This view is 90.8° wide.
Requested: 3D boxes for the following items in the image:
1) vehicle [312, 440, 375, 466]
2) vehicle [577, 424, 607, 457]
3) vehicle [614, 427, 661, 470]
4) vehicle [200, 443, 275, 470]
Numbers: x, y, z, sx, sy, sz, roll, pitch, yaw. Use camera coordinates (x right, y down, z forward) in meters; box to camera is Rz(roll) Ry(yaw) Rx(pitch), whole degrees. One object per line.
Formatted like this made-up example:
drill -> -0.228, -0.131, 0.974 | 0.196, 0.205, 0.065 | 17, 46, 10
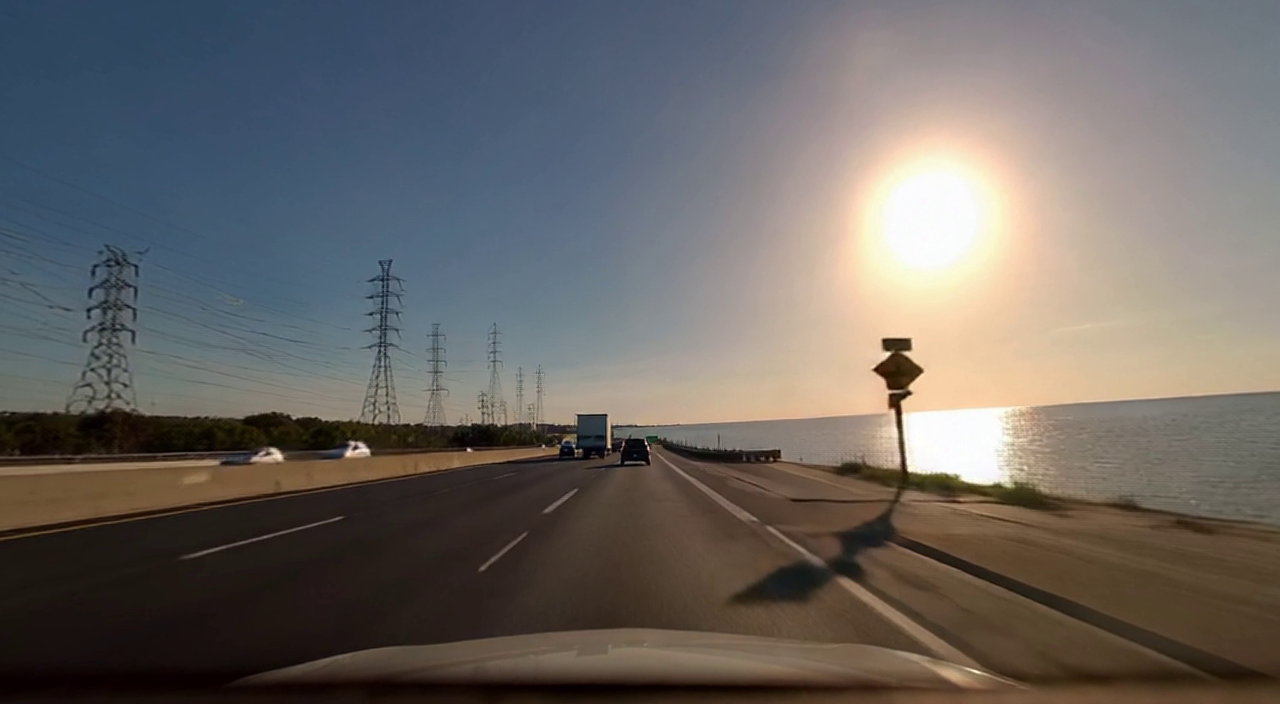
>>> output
vehicle -> -18.959, 6.471, 40.637 | 1.934, 1.600, 4.508 | 0, -8, -1
vehicle -> -3.739, 6.940, 49.656 | 2.178, 2.522, 2.054 | 0, -8, 1
vehicle -> -0.141, 5.250, 34.372 | 2.358, 2.144, 4.713 | 0, -8, 0
vehicle -> -23.198, 6.031, 36.584 | 1.750, 1.453, 3.998 | 0, -8, -2
